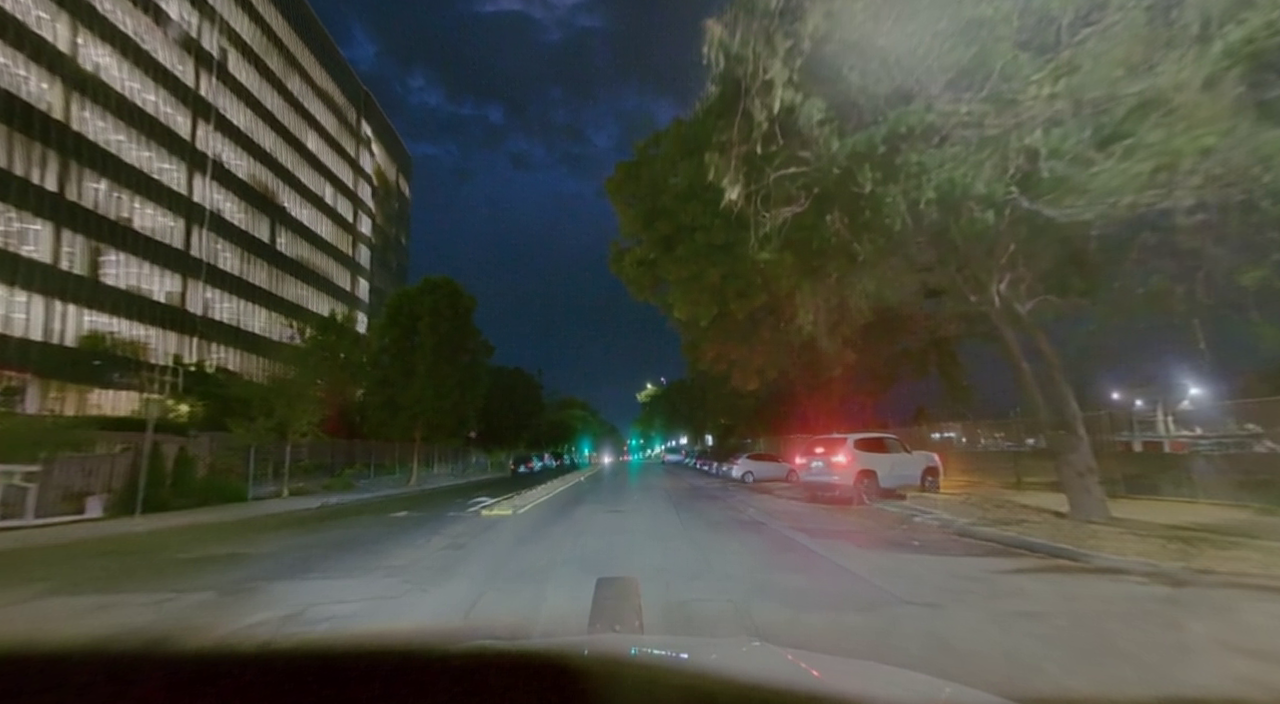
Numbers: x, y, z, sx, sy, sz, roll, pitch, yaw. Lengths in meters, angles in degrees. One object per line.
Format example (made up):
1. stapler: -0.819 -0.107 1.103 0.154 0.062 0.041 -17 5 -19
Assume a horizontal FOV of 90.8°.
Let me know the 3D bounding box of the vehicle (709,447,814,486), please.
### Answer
1. vehicle: 5.008 4.656 26.042 3.752 1.494 2.083 5 -10 -30

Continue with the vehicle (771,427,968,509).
1. vehicle: 6.409 3.118 17.582 5.061 1.829 2.274 2 -9 -29

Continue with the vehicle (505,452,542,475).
1. vehicle: -9.041 8.692 49.507 2.172 1.707 4.273 0 -9 -1
